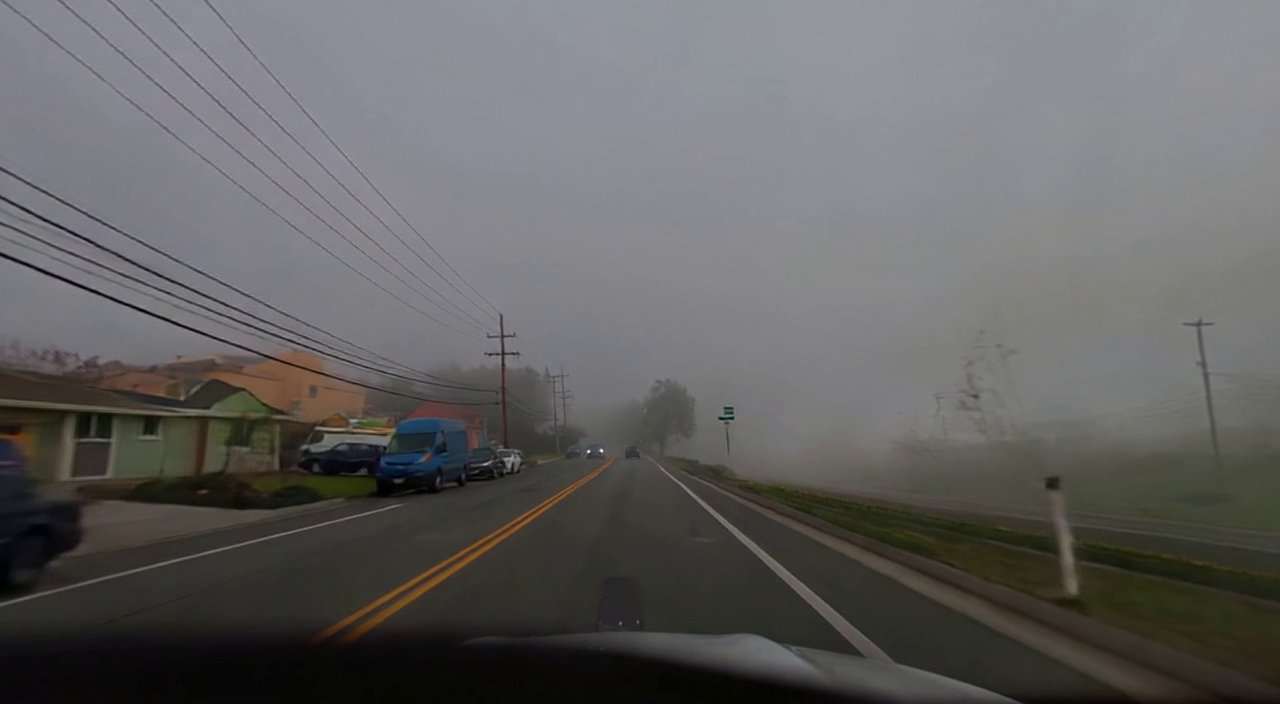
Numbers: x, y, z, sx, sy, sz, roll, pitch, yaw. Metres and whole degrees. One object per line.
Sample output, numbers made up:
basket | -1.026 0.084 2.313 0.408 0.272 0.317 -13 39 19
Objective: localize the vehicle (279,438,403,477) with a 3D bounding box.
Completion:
vehicle | -12.707 4.517 27.126 4.334 1.590 2.006 1 -9 -8

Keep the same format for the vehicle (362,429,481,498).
vehicle | -7.518 3.882 22.475 2.335 2.136 5.328 0 -9 -1
